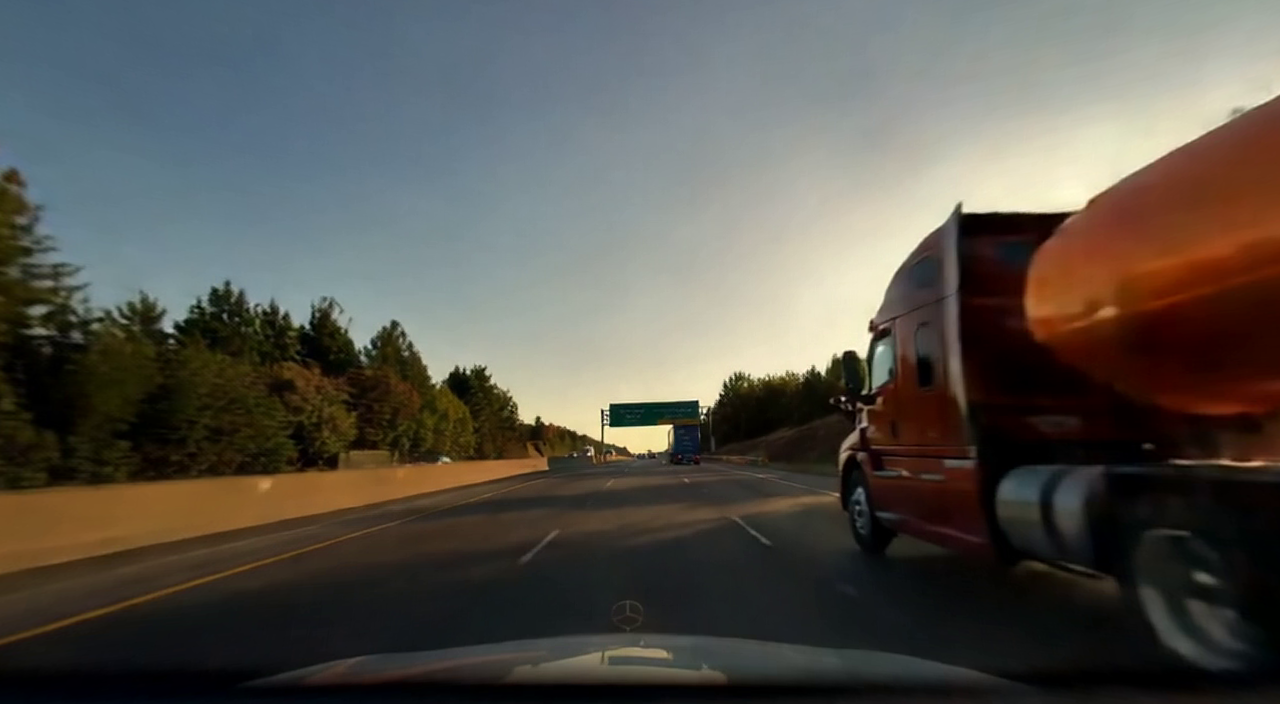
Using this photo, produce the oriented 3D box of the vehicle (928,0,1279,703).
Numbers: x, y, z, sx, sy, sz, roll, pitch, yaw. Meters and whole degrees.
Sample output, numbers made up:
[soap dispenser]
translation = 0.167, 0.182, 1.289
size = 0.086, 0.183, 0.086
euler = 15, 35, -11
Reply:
[vehicle]
translation = 4.065, -0.204, 2.357
size = 2.992, 3.789, 5.892
euler = 0, -9, 0
